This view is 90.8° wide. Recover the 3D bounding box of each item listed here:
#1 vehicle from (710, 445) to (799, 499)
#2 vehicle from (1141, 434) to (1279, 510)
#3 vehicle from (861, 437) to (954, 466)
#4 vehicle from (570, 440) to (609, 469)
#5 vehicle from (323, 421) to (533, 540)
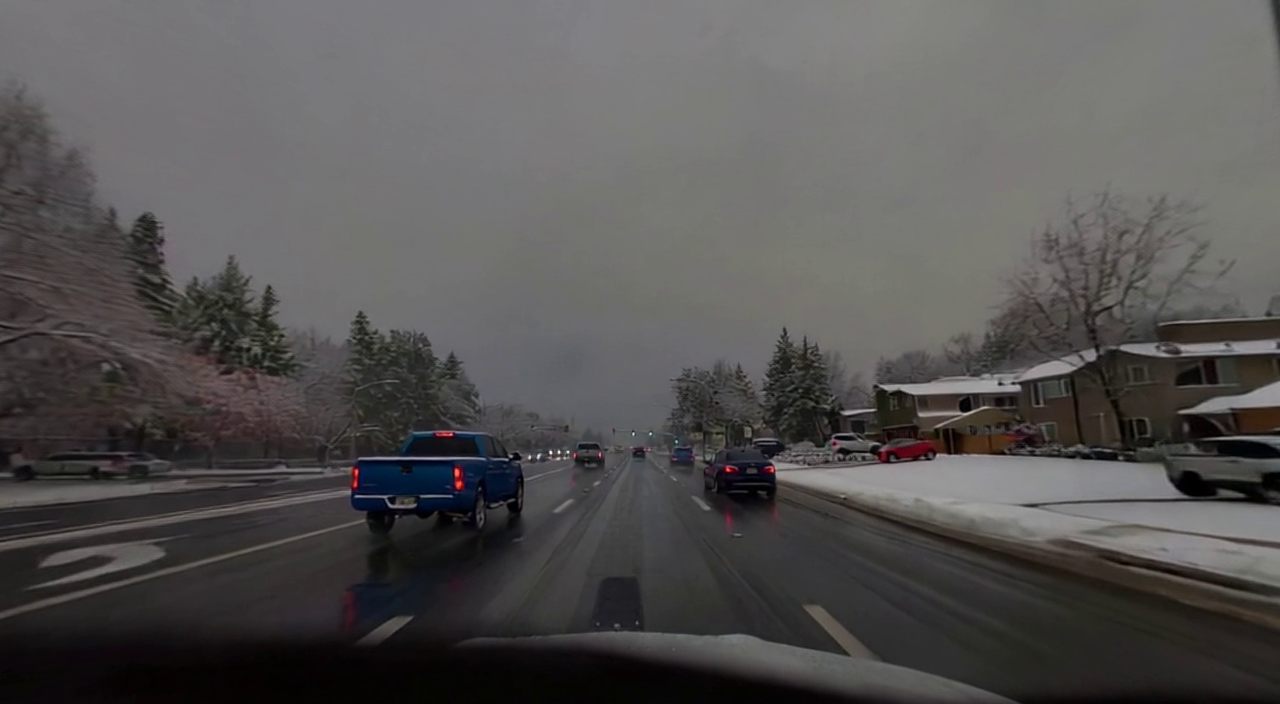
[{"bbox_3d":[3.385,3.614,19.472,1.884,1.463,4.195,0,-8,-1],"label":"vehicle"},{"bbox_3d":[13.985,2.654,14.362,1.929,1.502,4.177,-1,-8,4],"label":"vehicle"},{"bbox_3d":[16.304,6.077,38.638,4.759,1.673,1.972,0,-8,-2],"label":"vehicle"},{"bbox_3d":[-3.333,6.897,42.697,2.218,1.829,4.492,0,-8,1],"label":"vehicle"},{"bbox_3d":[-3.589,2.288,12.036,2.111,1.745,5.274,0,-8,1],"label":"vehicle"}]
